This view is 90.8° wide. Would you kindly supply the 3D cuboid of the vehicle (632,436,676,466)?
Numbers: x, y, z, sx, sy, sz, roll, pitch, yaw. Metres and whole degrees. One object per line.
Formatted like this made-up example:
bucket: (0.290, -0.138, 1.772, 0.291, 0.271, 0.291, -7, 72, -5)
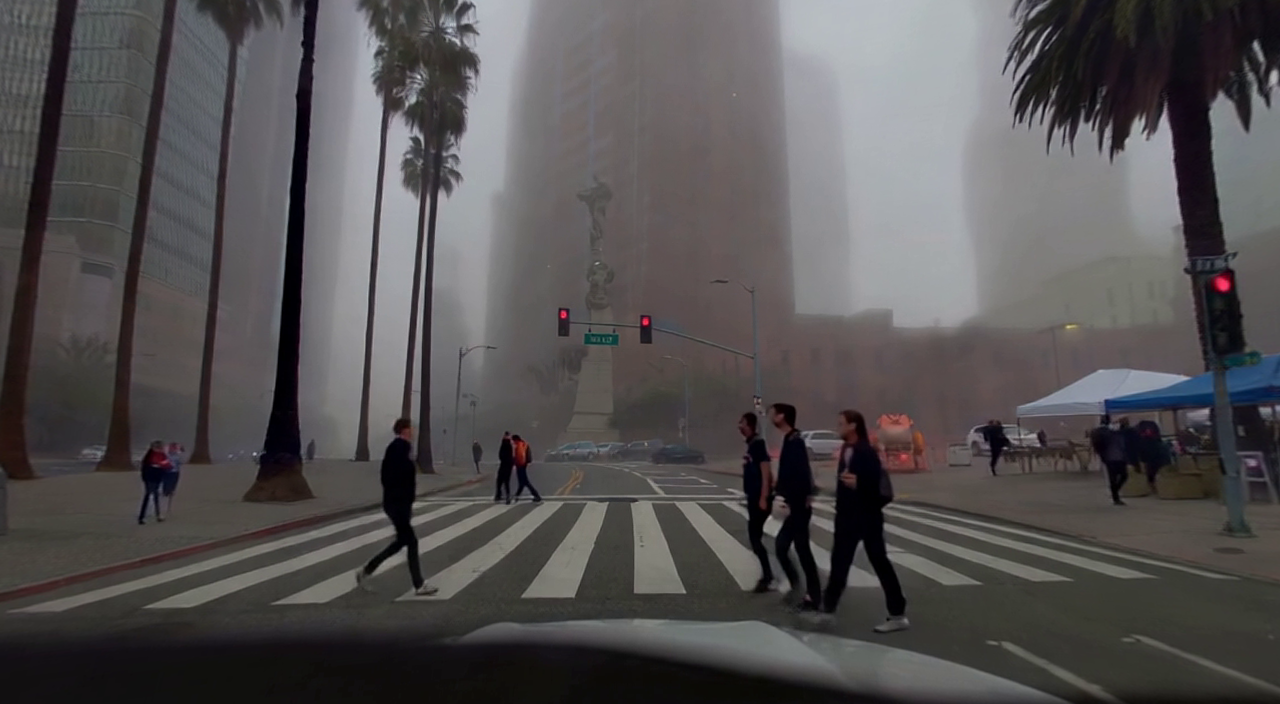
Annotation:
vehicle: (0.936, 7.282, 46.565, 2.322, 2.071, 5.366, 1, -9, -9)
